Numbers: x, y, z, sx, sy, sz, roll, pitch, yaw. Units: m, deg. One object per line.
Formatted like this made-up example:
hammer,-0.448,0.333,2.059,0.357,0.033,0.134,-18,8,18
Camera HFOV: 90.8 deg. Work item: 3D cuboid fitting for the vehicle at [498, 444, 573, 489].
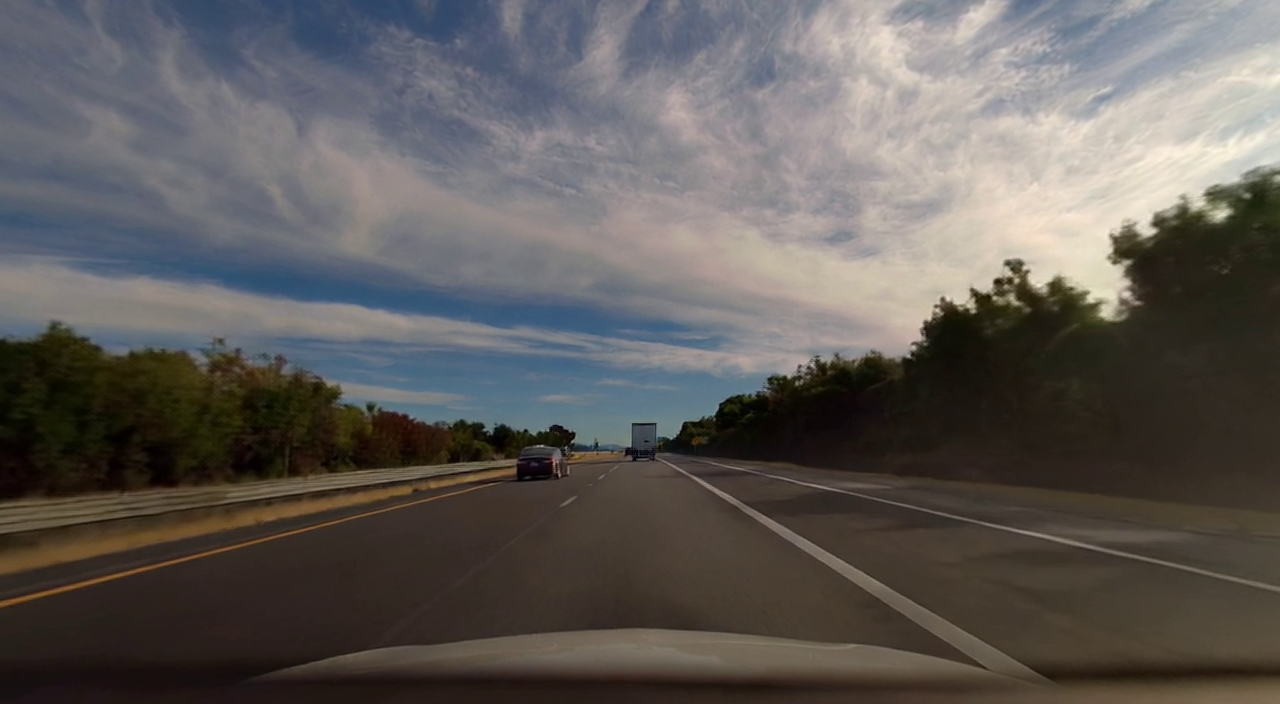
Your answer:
vehicle,-3.703,4.133,23.064,1.955,1.438,4.100,-1,-9,1
